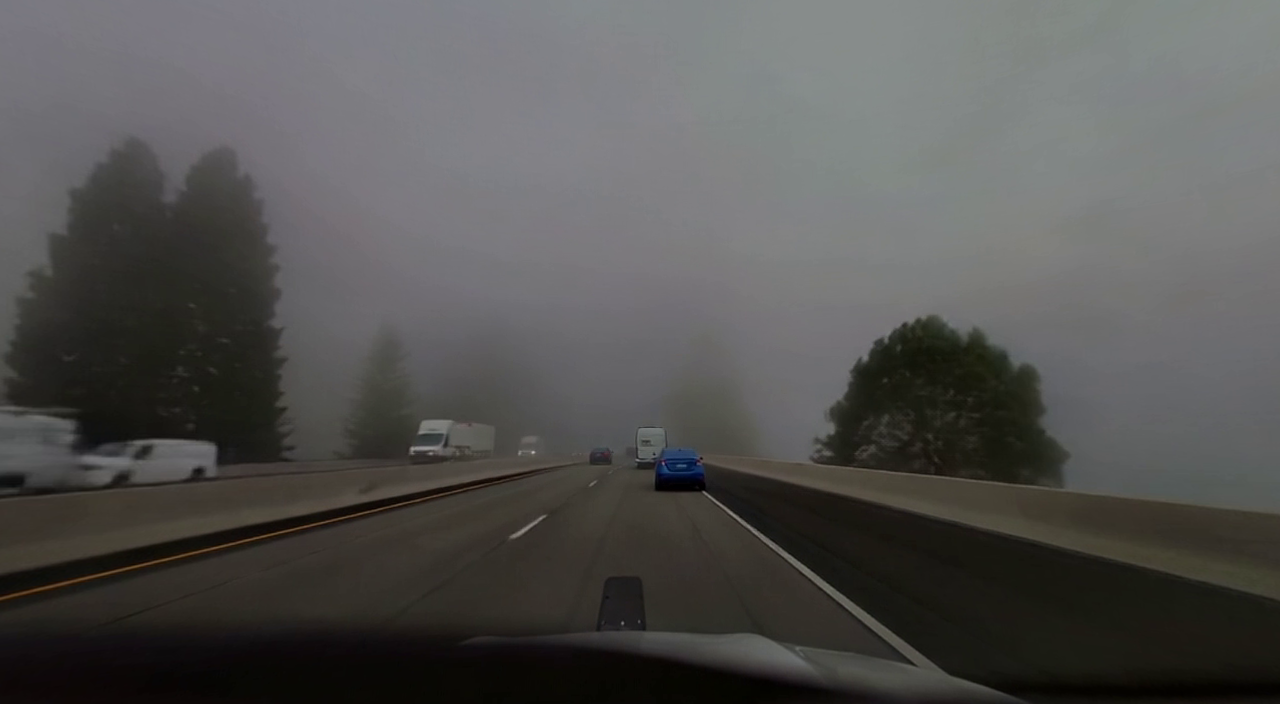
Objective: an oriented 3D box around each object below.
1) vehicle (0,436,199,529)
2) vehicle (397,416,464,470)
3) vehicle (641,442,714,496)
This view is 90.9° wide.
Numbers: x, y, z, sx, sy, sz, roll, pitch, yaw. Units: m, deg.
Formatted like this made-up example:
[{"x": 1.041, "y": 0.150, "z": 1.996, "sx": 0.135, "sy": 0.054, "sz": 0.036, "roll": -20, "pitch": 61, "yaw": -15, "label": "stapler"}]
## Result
[{"x": -12.509, "y": 2.806, "z": 14.123, "sx": 2.072, "sy": 1.742, "sz": 4.275, "roll": 0, "pitch": -9, "yaw": 1, "label": "vehicle"}, {"x": -16.357, "y": 7.216, "z": 49.612, "sx": 2.956, "sy": 3.936, "sz": 6.173, "roll": 0, "pitch": -9, "yaw": 1, "label": "vehicle"}, {"x": 1.050, "y": 3.556, "z": 19.482, "sx": 2.012, "sy": 1.485, "sz": 3.649, "roll": 0, "pitch": -9, "yaw": 0, "label": "vehicle"}]
